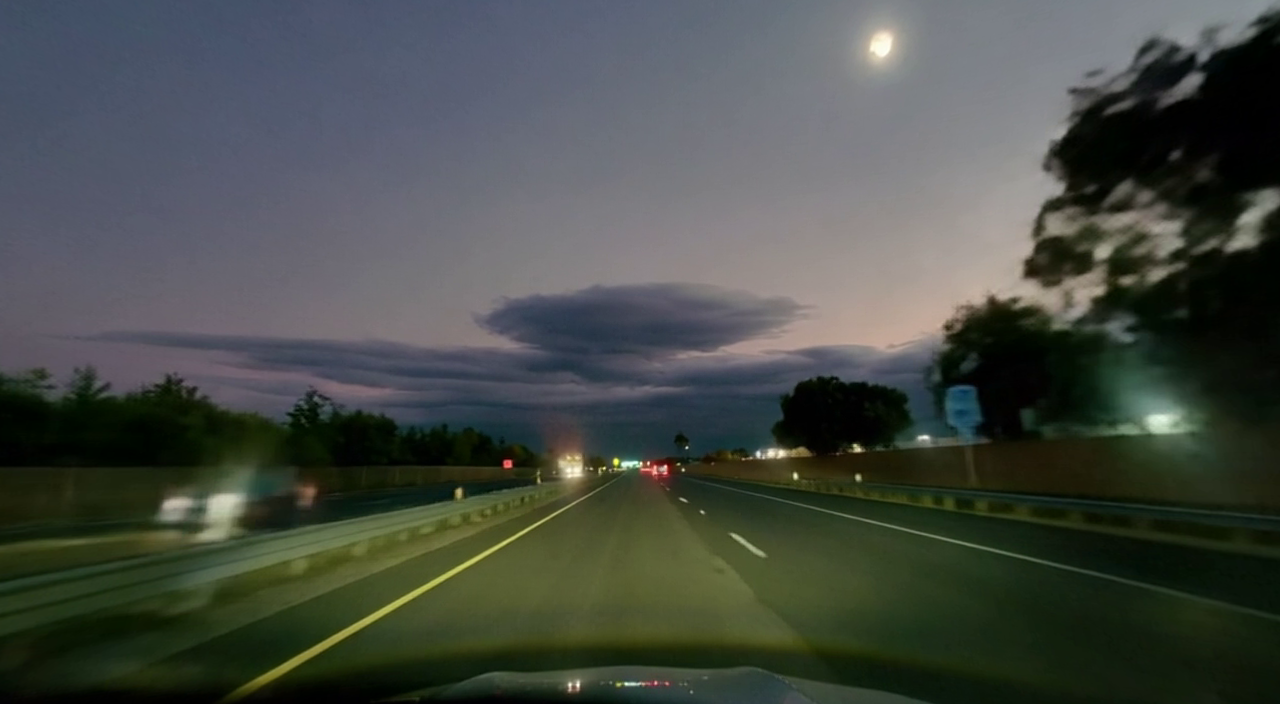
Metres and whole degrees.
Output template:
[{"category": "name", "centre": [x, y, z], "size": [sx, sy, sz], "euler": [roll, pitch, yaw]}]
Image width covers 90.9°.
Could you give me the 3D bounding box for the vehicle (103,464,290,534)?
[{"category": "vehicle", "centre": [-11.798, 3.914, 17.214], "size": [1.947, 1.628, 4.211], "euler": [0, -10, 1]}]
